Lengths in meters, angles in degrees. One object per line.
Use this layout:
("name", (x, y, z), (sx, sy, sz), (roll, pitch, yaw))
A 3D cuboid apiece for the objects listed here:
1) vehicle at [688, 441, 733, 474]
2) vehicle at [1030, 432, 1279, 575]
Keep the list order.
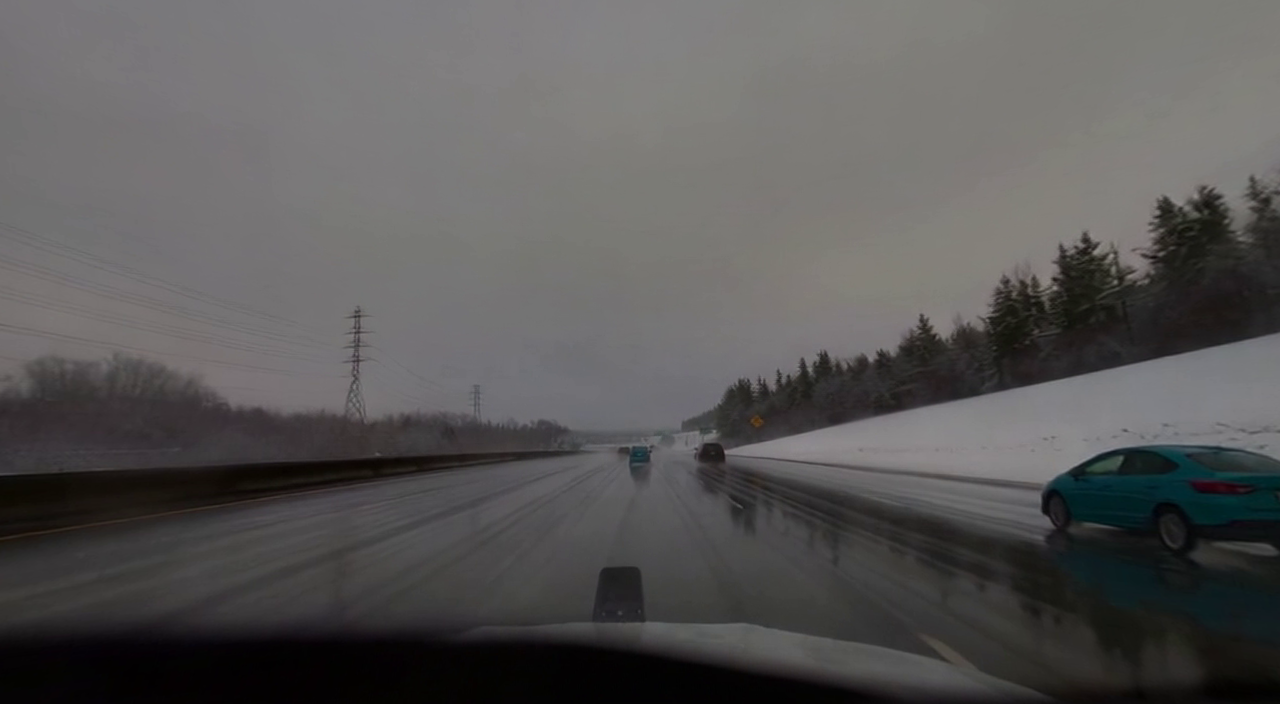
("vehicle", (4.054, 6.143, 37.034), (2.159, 1.782, 4.673), (0, -9, 1))
("vehicle", (7.999, 1.958, 8.855), (1.970, 1.545, 4.818), (0, -8, 0))
